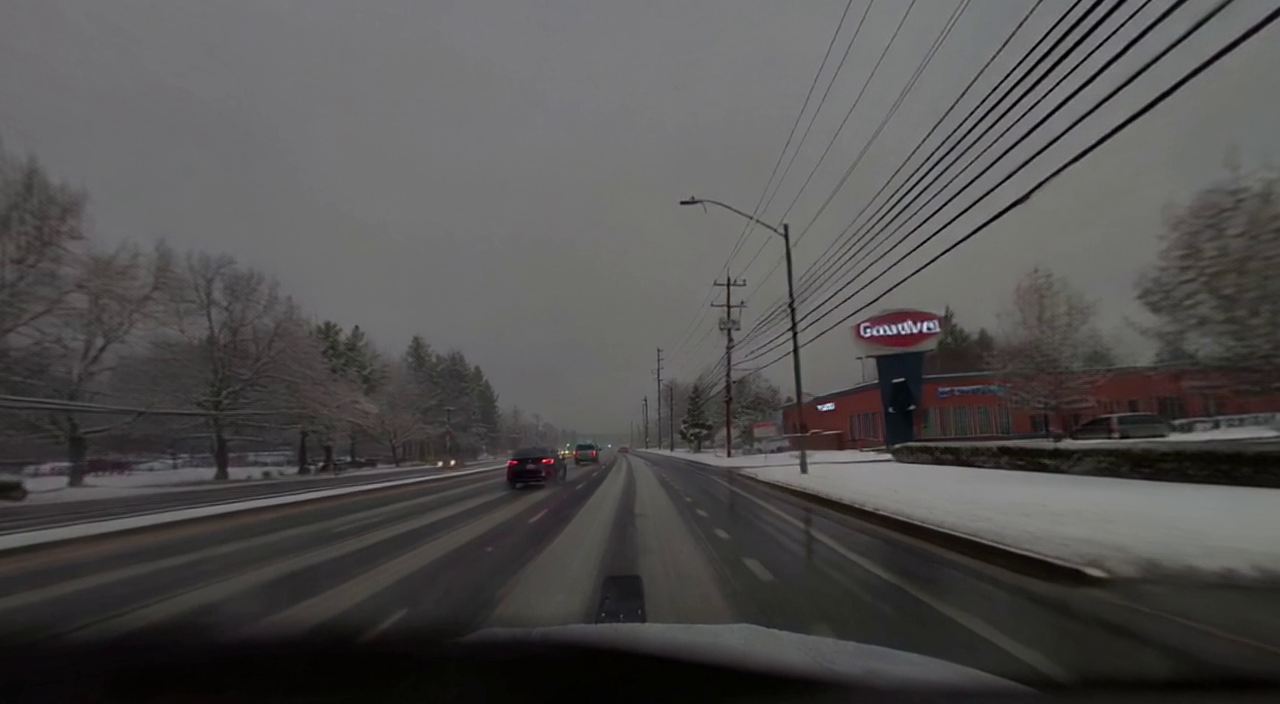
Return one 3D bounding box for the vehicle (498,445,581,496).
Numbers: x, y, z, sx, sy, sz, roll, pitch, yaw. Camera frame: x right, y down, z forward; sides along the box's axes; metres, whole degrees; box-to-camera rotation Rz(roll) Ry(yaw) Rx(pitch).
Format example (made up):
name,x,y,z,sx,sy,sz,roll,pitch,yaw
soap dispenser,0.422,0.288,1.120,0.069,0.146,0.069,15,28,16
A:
name,x,y,z,sx,sy,sz,roll,pitch,yaw
vehicle,-3.136,3.812,20.643,1.942,1.469,4.426,0,-9,1
